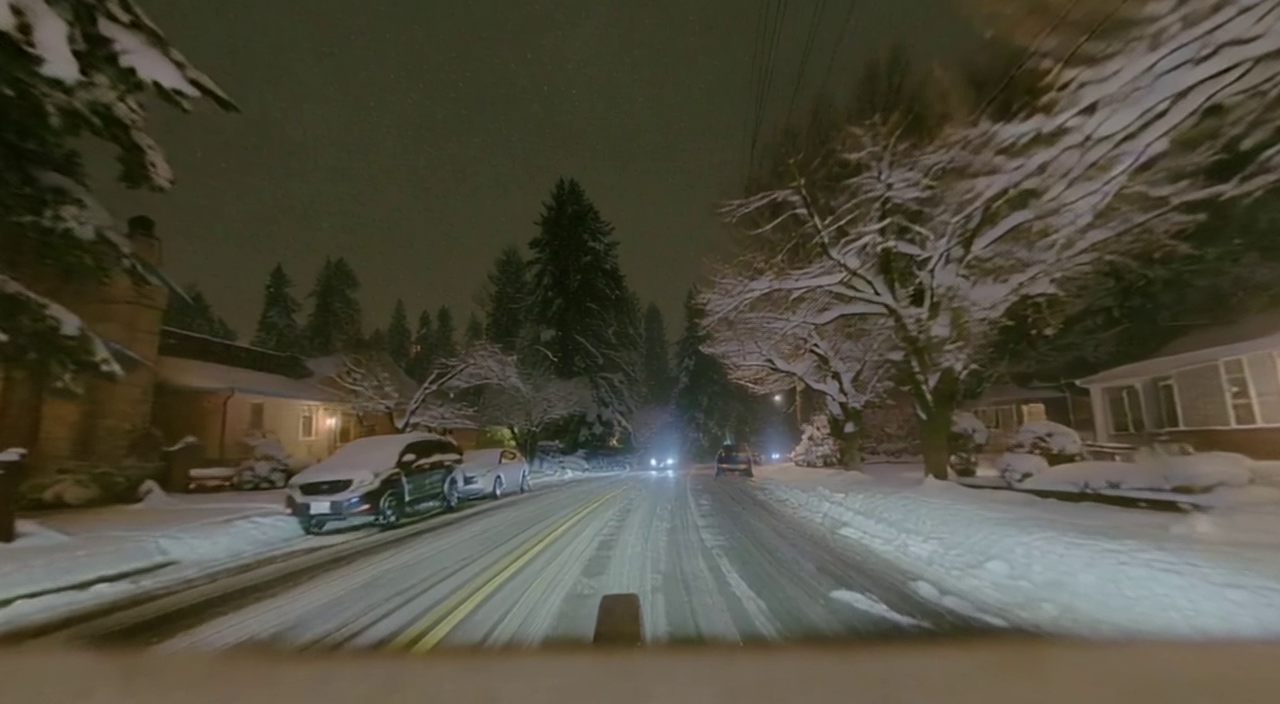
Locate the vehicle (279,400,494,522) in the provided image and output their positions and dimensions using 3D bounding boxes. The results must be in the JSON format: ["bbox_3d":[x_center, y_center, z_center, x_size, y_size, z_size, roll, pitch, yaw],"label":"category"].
[{"bbox_3d":[-5.634,2.924,15.385,2.334,2.126,6.444,-5,-15,2],"label":"vehicle"}]

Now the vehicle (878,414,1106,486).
[{"bbox_3d":[10.096,2.897,18.607,5.325,1.939,2.150,-2,-9,9],"label":"vehicle"}]

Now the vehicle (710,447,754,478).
[{"bbox_3d":[4.673,5.497,31.625,1.948,1.408,4.345,-2,-9,11],"label":"vehicle"}]
